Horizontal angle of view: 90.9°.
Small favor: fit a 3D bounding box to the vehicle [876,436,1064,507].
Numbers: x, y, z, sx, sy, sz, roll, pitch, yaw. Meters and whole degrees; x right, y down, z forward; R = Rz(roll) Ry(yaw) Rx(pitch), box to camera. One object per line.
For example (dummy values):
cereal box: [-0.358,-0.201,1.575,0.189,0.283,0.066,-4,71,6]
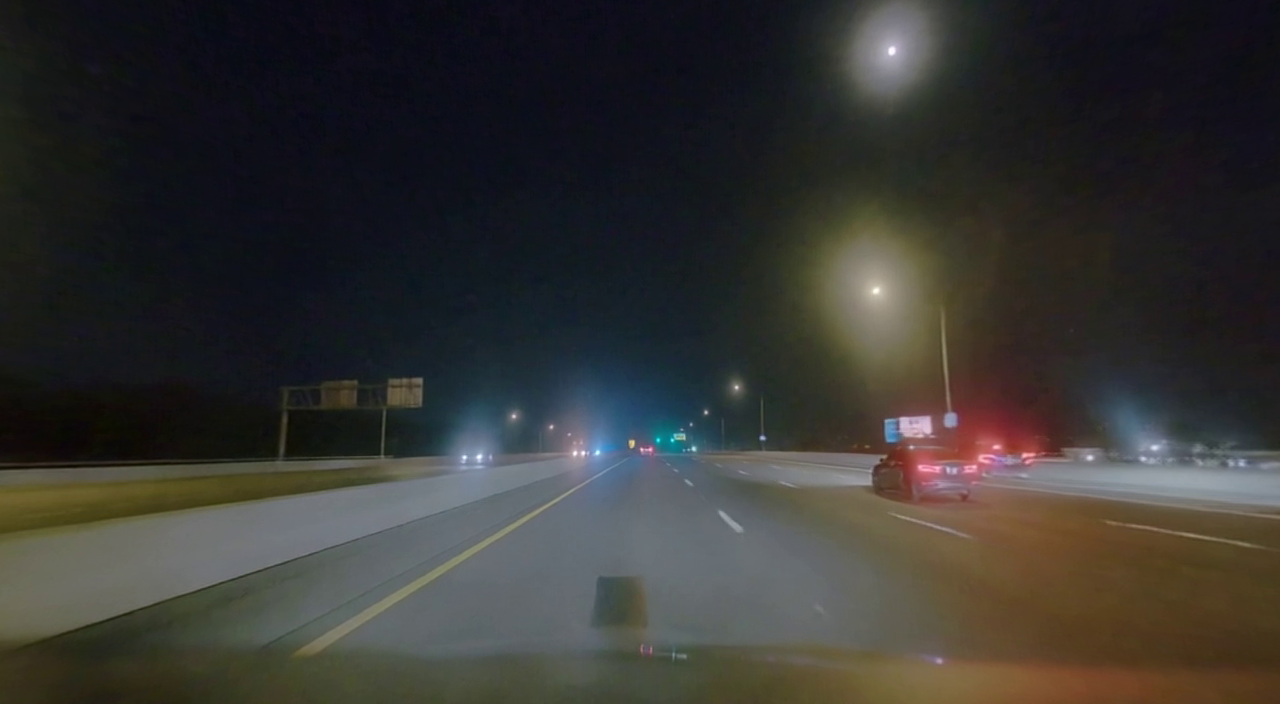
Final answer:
vehicle: [8.053,2.938,16.089,2.093,1.525,4.865,0,-8,-1]
